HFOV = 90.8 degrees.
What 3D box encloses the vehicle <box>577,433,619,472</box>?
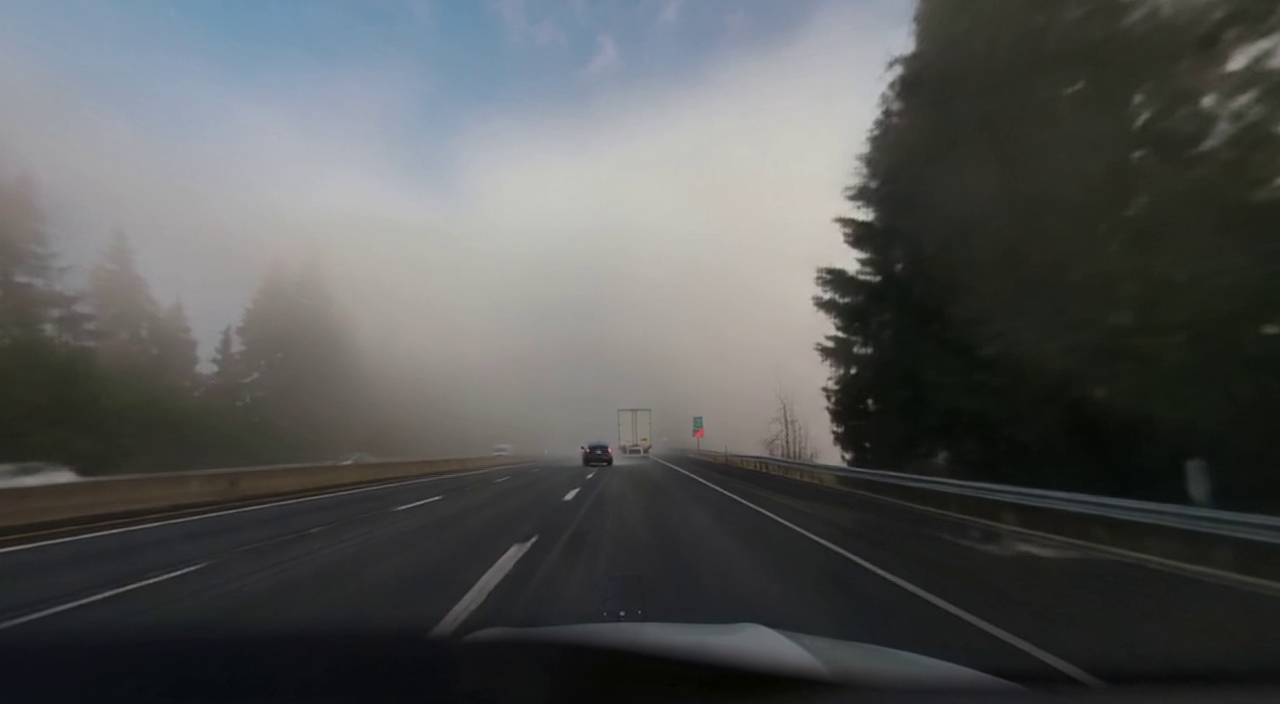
[{"bbox_3d":[-2.332,5.466,34.350,2.139,1.925,4.312,0,-9,-5],"label":"vehicle"}]
